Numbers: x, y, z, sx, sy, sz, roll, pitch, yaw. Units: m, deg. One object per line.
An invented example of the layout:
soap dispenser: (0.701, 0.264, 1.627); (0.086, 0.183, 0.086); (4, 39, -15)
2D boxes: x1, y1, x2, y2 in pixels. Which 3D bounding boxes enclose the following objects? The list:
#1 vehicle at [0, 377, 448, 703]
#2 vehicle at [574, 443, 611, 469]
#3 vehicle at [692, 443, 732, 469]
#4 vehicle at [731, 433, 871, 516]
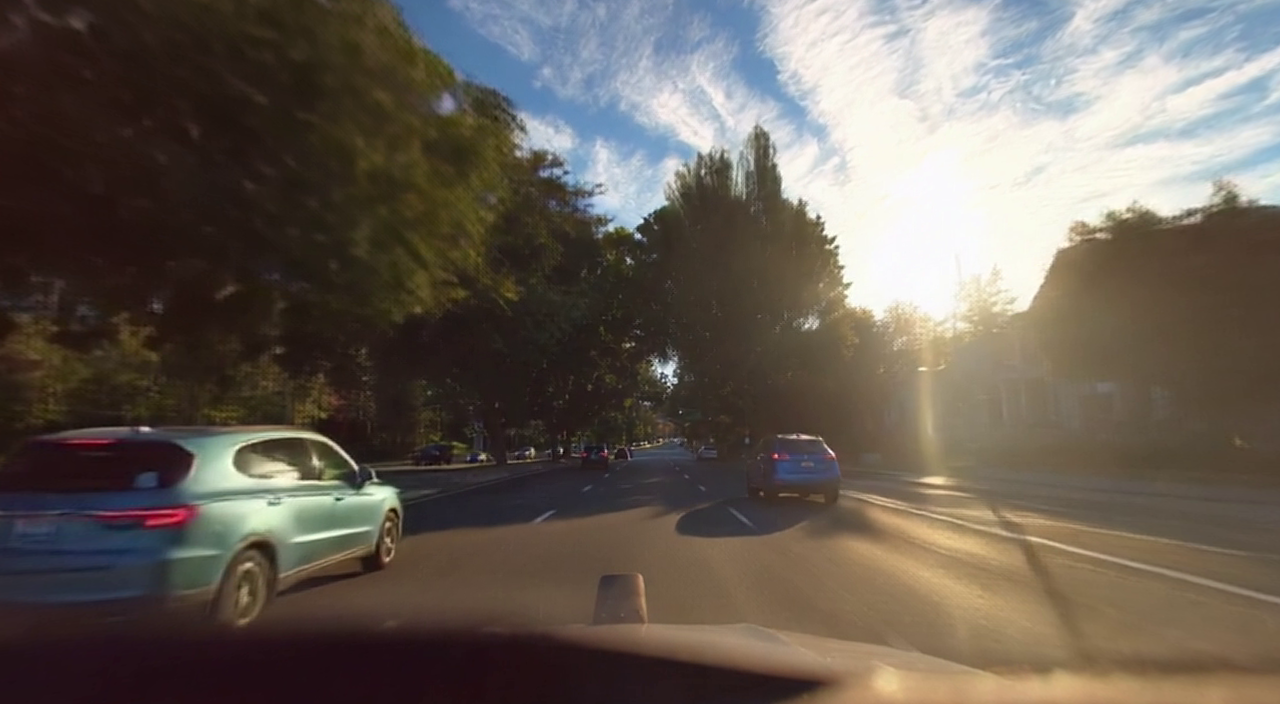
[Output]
vehicle: (-3.467, 1.313, 5.656); (2.045, 1.688, 4.632); (0, -8, 0)
vehicle: (-2.993, 6.632, 40.445); (1.988, 1.569, 4.202); (0, -8, 1)
vehicle: (4.850, 6.999, 42.845); (2.169, 1.669, 4.037); (0, -8, -1)
vehicle: (3.564, 2.800, 14.997); (2.132, 1.659, 4.387); (0, -8, 0)
